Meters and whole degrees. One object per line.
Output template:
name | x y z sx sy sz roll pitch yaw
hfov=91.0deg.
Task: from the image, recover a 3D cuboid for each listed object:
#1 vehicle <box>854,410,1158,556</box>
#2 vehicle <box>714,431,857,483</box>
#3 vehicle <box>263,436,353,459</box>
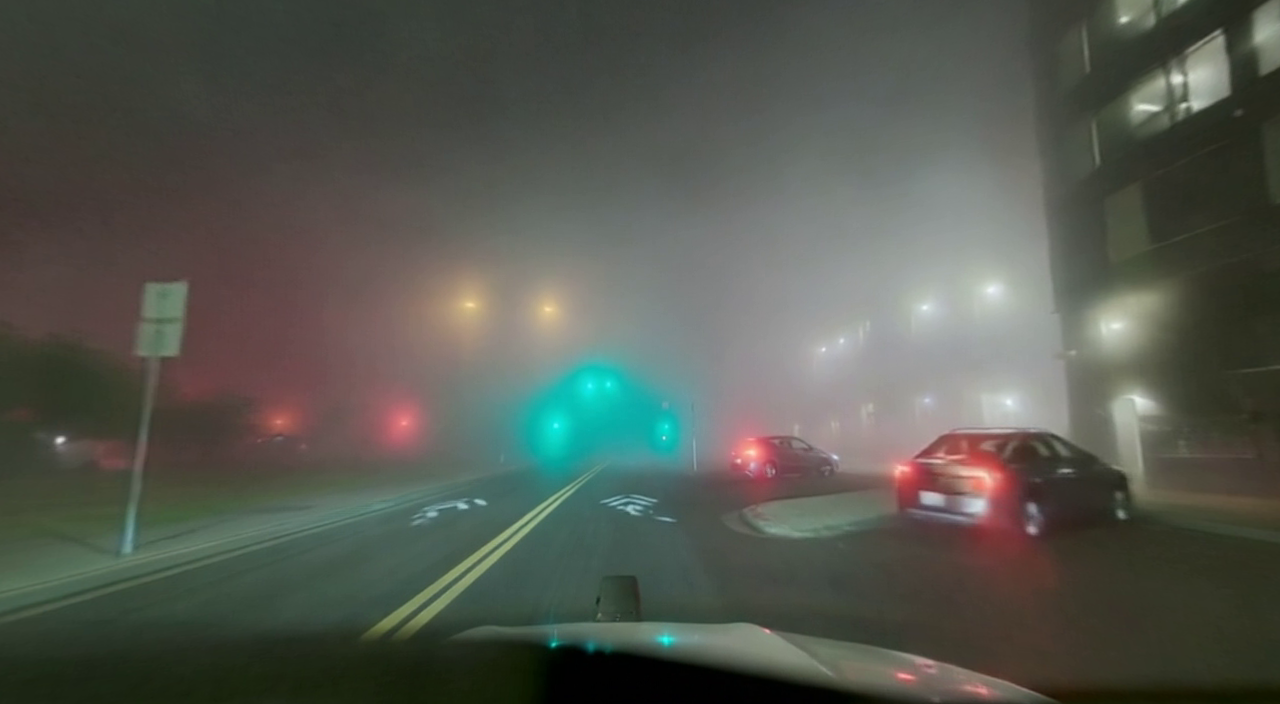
vehicle | 4.969 1.622 8.487 3.844 1.524 1.847 4 -9 -32
vehicle | 4.645 3.314 20.170 4.033 1.514 1.974 3 -9 -25
vehicle | -19.564 5.648 37.416 2.660 1.211 4.739 -1 -8 2
